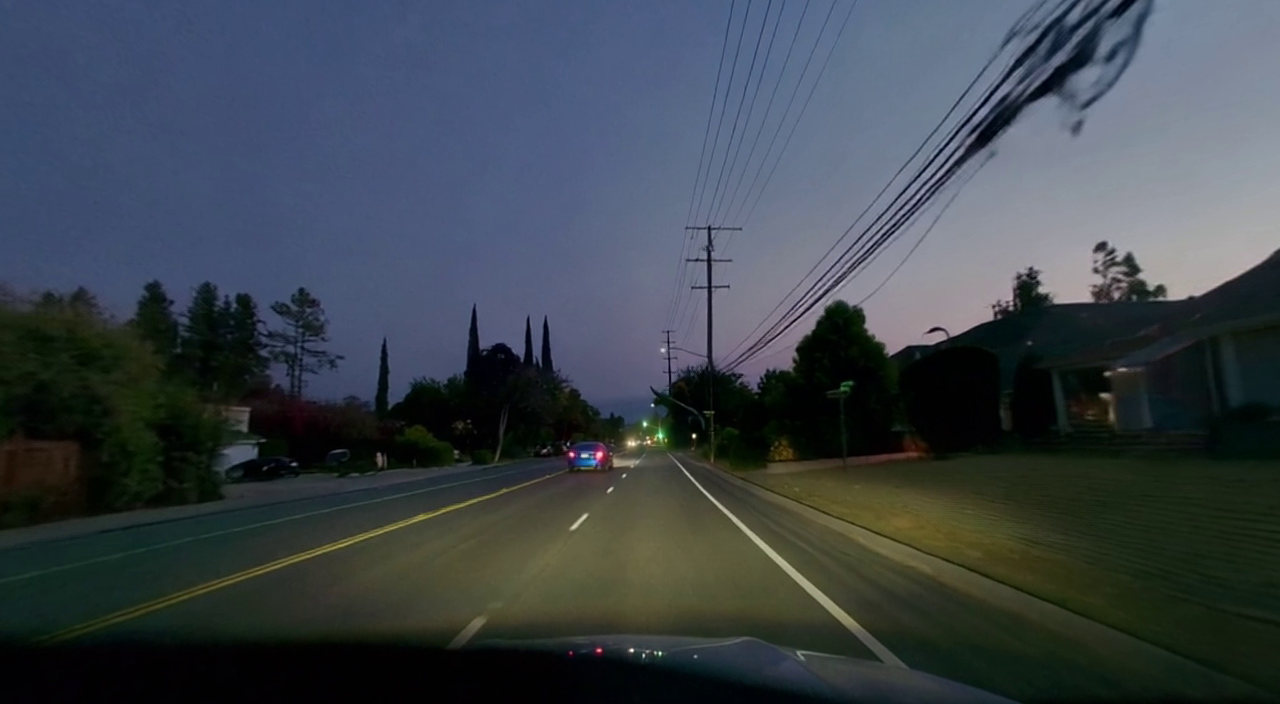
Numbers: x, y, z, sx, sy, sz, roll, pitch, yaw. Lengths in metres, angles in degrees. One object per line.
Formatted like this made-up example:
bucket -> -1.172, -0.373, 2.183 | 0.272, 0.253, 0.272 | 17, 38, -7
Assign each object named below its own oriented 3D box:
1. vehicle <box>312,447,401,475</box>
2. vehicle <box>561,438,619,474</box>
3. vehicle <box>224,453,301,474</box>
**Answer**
vehicle -> -19.111, 7.318, 42.599 | 4.847, 1.759, 2.382 | -1, -9, 7
vehicle -> -2.213, 4.784, 29.357 | 2.085, 1.512, 5.023 | 0, -8, 2
vehicle -> -26.951, 7.966, 45.127 | 4.223, 1.458, 1.969 | 0, -9, 1
